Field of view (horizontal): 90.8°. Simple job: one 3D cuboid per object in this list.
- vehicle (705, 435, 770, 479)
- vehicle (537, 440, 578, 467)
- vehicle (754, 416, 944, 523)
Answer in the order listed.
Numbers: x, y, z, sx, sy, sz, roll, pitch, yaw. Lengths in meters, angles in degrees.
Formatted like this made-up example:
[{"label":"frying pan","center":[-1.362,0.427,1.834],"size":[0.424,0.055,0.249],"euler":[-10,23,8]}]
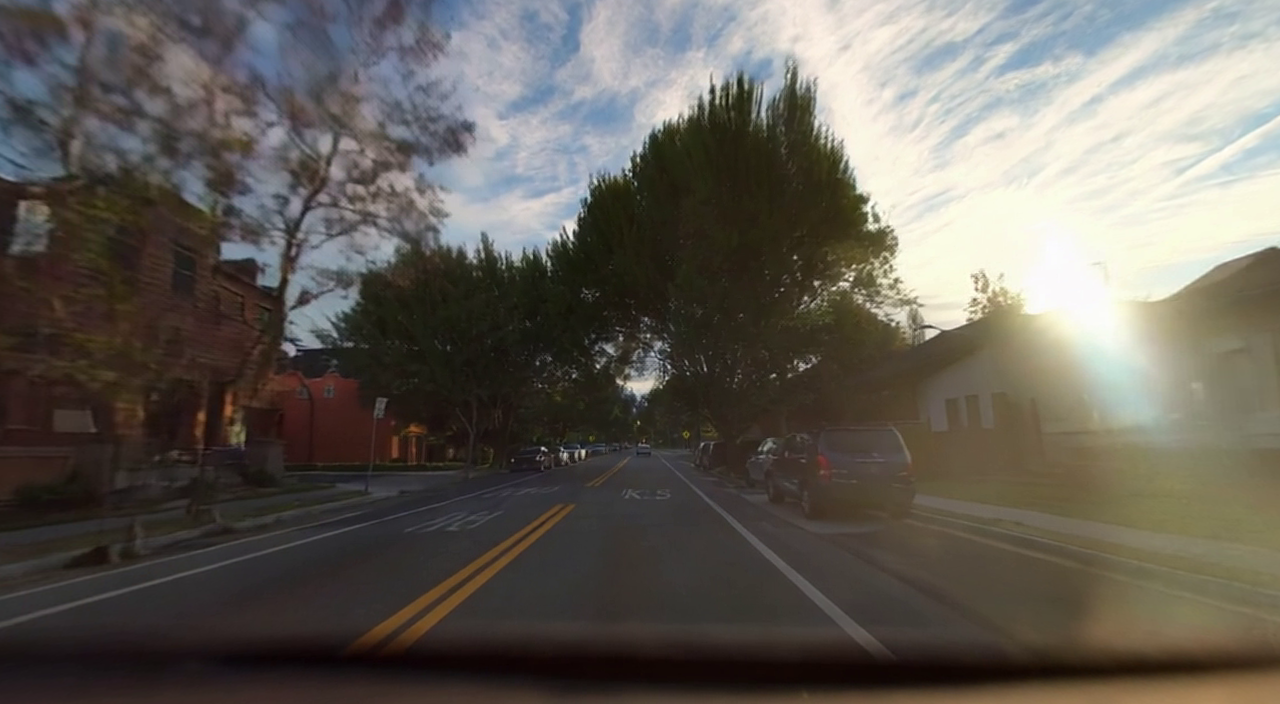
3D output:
[{"label":"vehicle","center":[4.000,4.382,26.755],"size":[1.971,1.665,4.722],"euler":[0,-8,0]},{"label":"vehicle","center":[-6.180,7.652,47.953],"size":[2.252,1.882,5.883],"euler":[-2,-8,1]},{"label":"vehicle","center":[3.910,2.279,12.849],"size":[1.937,1.752,4.574],"euler":[1,-8,-5]}]
